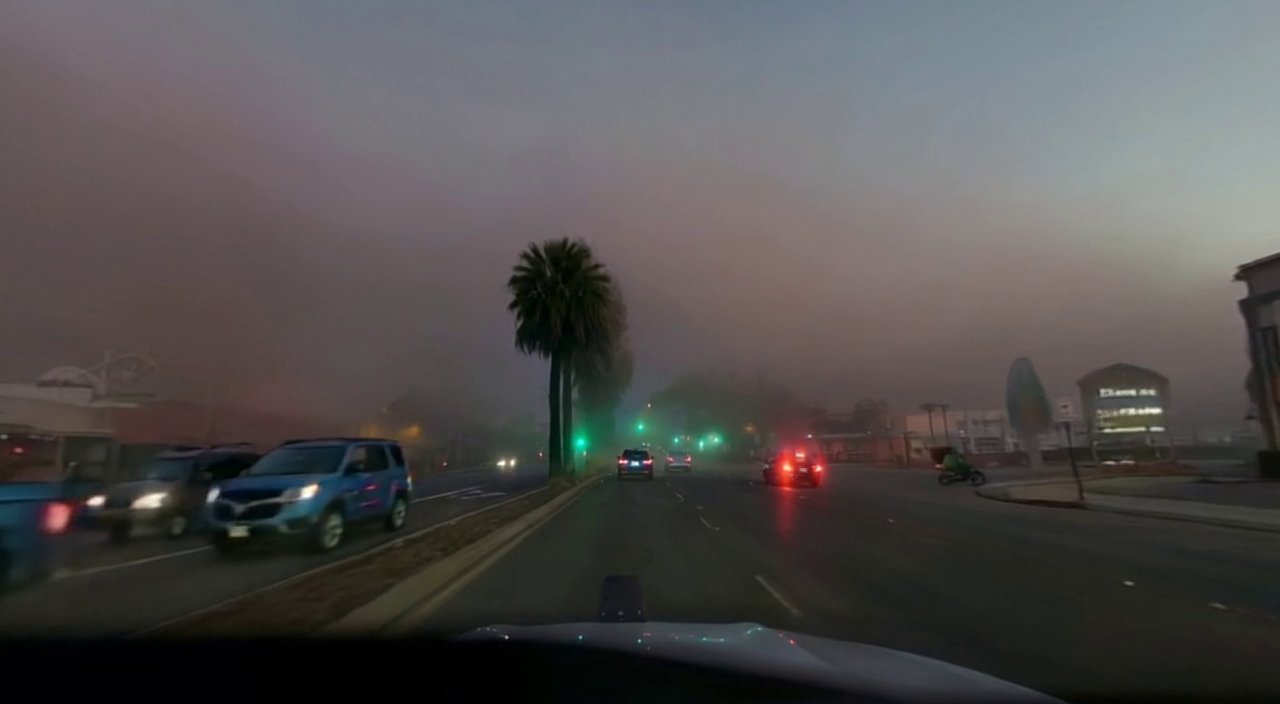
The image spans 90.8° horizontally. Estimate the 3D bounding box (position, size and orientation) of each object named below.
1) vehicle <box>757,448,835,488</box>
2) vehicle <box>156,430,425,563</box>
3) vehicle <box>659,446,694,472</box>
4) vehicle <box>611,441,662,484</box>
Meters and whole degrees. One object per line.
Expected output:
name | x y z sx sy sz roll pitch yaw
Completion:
vehicle | 6.204 4.639 25.699 1.944 1.447 4.309 0 -9 -2
vehicle | -5.361 2.238 10.572 2.016 1.711 4.387 0 -9 -1
vehicle | 2.543 7.540 44.752 2.112 1.710 4.234 0 -9 -2
vehicle | -0.176 4.948 28.574 2.151 1.787 4.109 0 -9 -1
